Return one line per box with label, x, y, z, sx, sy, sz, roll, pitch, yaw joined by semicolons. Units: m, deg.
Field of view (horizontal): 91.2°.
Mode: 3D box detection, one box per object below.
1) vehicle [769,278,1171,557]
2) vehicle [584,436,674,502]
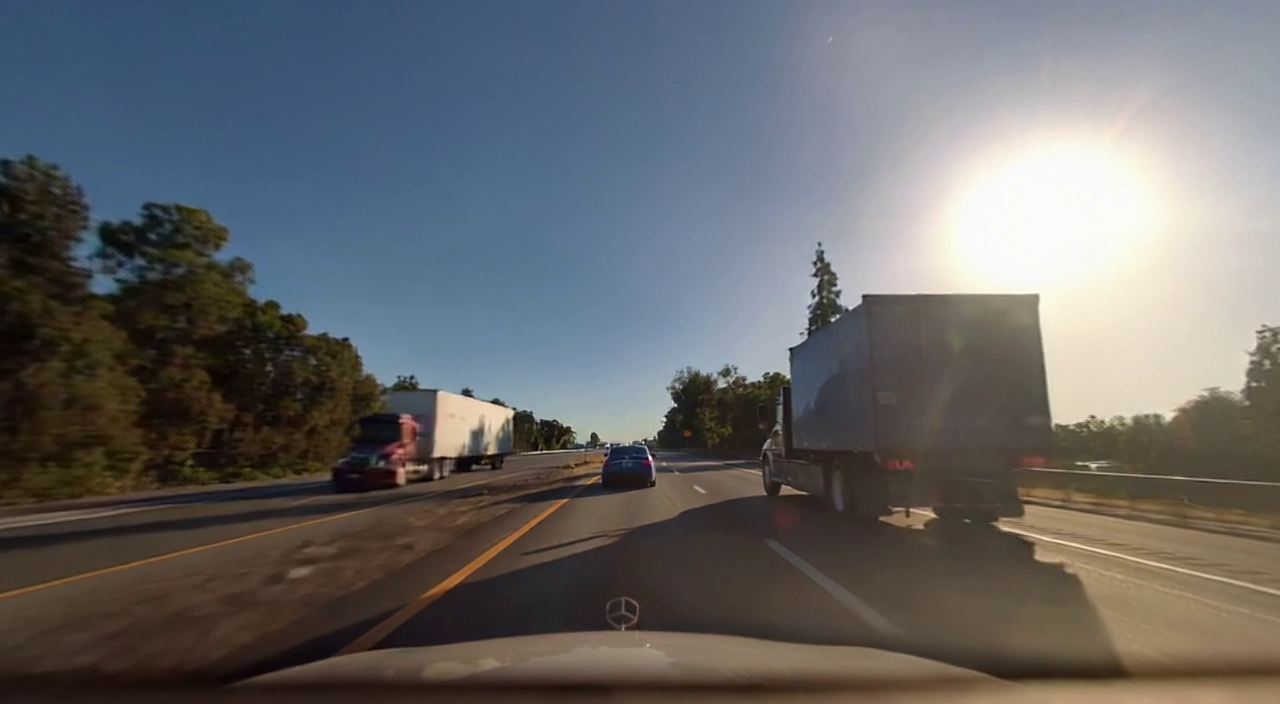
vehicle;4.484;1.234;10.786;2.791;3.201;7.145;0;-9;-1
vehicle;-0.276;2.984;16.409;2.066;1.490;3.759;0;-9;-1
